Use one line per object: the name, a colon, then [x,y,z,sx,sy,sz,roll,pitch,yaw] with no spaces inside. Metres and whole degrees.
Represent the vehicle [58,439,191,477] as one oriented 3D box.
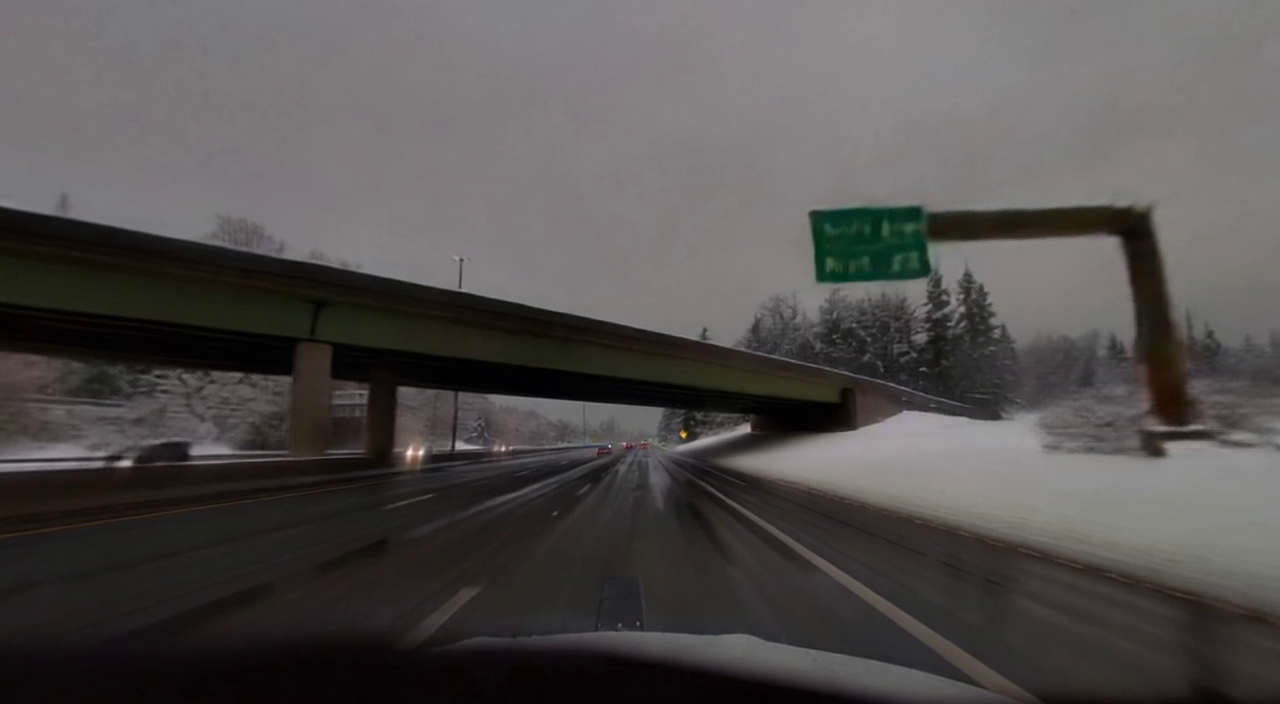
vehicle: [-28.702,5.942,35.453,2.284,1.914,6.108,0,-9,1]
